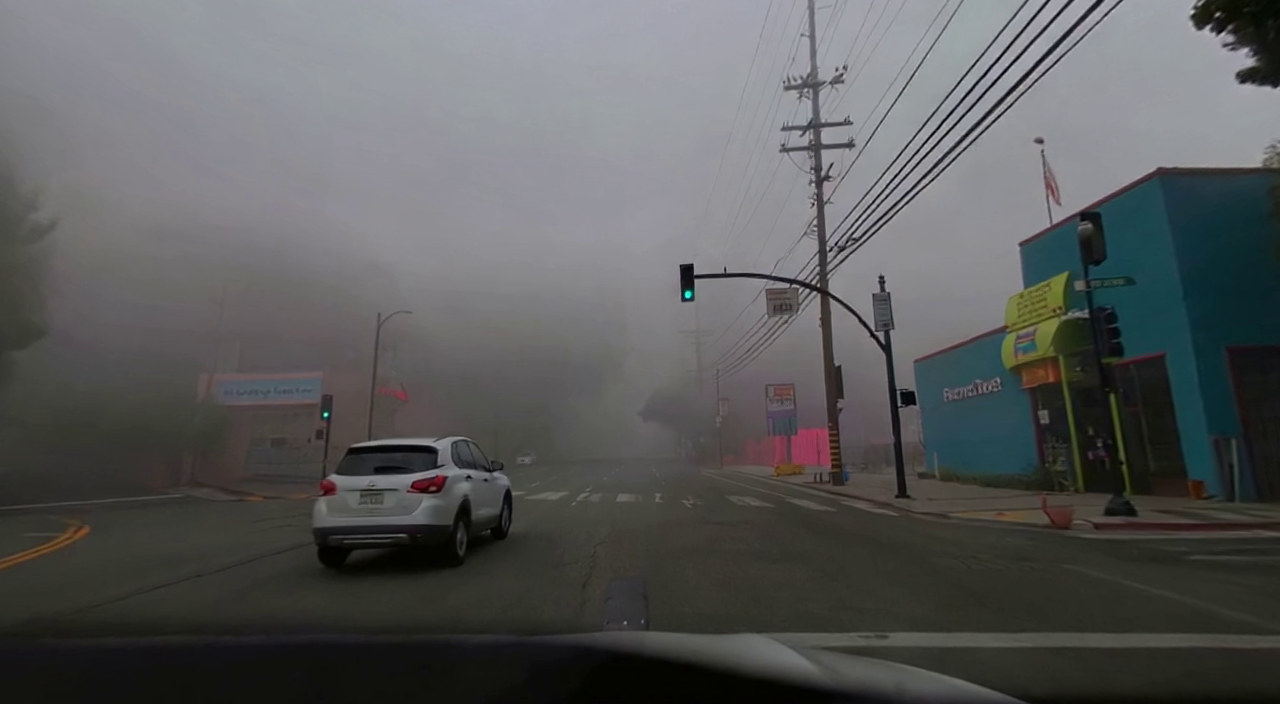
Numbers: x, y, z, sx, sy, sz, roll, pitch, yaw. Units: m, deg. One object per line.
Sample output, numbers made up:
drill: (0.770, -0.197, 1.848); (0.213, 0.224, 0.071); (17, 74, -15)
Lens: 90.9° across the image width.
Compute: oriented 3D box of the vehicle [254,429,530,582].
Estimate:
vehicle: (-3.020, 1.959, 8.979); (2.036, 1.589, 4.549); (0, -8, 0)
